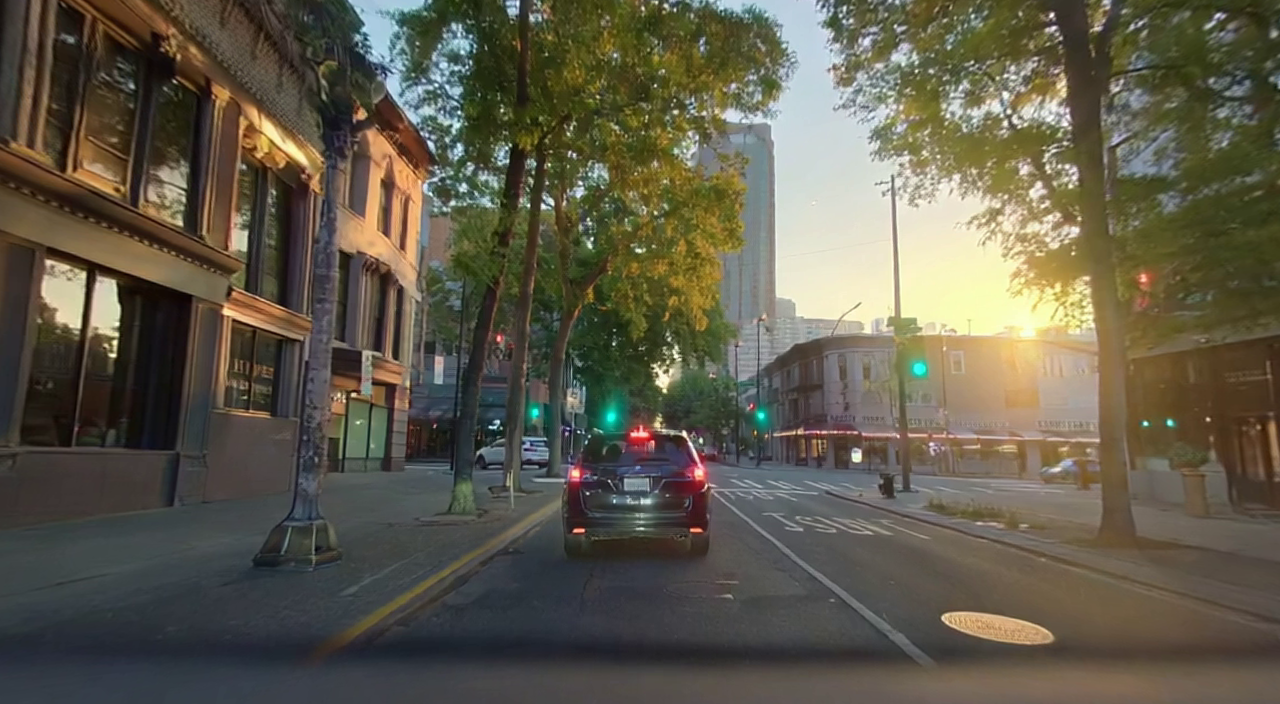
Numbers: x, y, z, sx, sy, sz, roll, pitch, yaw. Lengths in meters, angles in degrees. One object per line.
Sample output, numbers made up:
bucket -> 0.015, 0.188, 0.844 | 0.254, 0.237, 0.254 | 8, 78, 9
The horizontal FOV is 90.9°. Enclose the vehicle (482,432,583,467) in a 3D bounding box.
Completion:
vehicle -> -5.319, 4.807, 31.041 | 4.536, 1.586, 2.254 | -6, -10, 33

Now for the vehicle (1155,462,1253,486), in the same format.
vehicle -> 35.902, 7.756, 40.182 | 4.457, 1.409, 1.873 | 0, -9, -2

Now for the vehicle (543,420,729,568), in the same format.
vehicle -> -0.075, 1.875, 9.042 | 2.079, 1.621, 3.861 | 0, -9, -1

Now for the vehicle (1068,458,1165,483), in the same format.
vehicle -> 30.187, 7.513, 39.986 | 4.668, 1.441, 1.904 | 0, -9, -4
